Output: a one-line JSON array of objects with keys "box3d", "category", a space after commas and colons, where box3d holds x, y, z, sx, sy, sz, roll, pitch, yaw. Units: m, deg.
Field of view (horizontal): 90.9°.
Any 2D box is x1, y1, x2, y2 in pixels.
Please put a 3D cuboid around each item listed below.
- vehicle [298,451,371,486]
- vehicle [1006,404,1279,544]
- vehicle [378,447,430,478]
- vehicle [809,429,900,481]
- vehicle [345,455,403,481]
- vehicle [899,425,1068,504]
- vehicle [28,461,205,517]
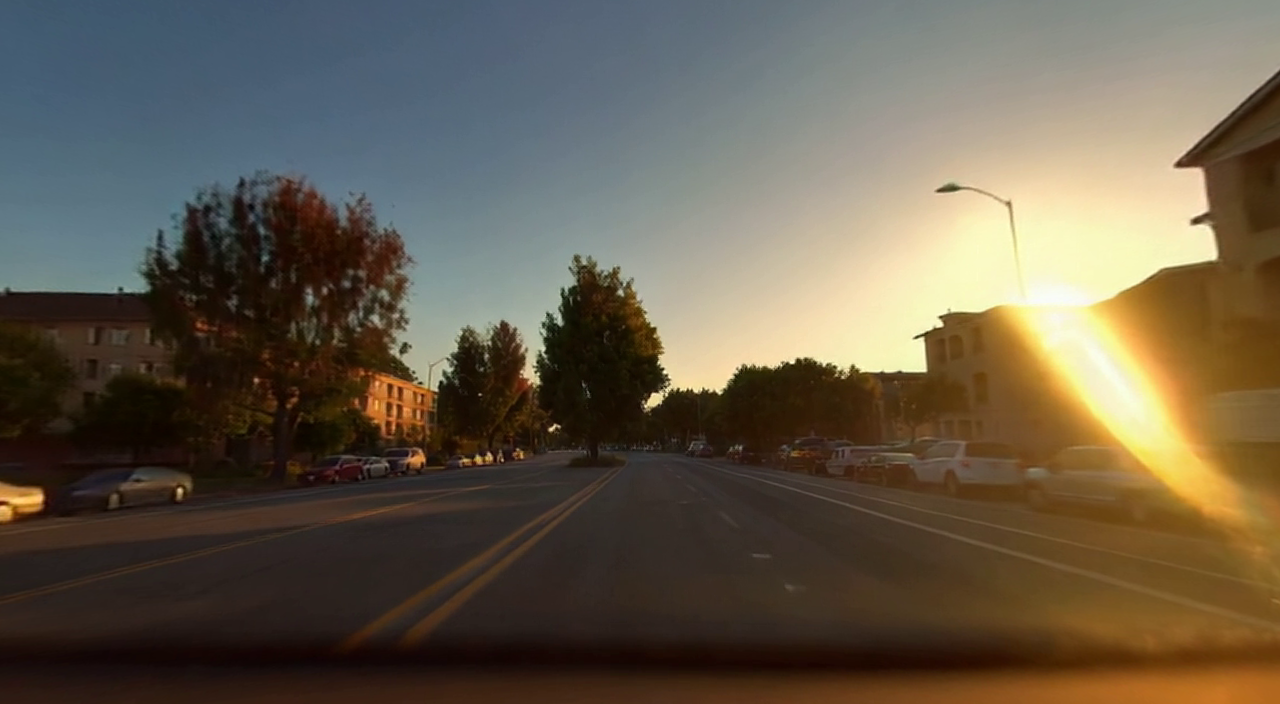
[{"box3d": [-16.838, 6.408, 34.990, 1.913, 1.744, 4.478, -1, -9, -2], "category": "vehicle"}, {"box3d": [9.659, 2.218, 12.104, 2.169, 2.043, 5.484, -1, -9, 3], "category": "vehicle"}, {"box3d": [-16.698, 7.810, 44.897, 2.046, 1.945, 4.688, -1, -7, -2], "category": "vehicle"}, {"box3d": [9.827, 4.812, 29.518, 2.115, 2.151, 5.826, 0, -9, -1], "category": "vehicle"}, {"box3d": [-16.685, 7.297, 39.783, 1.740, 1.442, 4.678, -1, -9, -1], "category": "vehicle"}, {"box3d": [9.756, 3.238, 18.541, 2.088, 1.973, 5.003, 0, -9, -1], "category": "vehicle"}, {"box3d": [-16.947, 4.415, 20.801, 1.868, 1.470, 4.652, -1, -9, 0], "category": "vehicle"}]
